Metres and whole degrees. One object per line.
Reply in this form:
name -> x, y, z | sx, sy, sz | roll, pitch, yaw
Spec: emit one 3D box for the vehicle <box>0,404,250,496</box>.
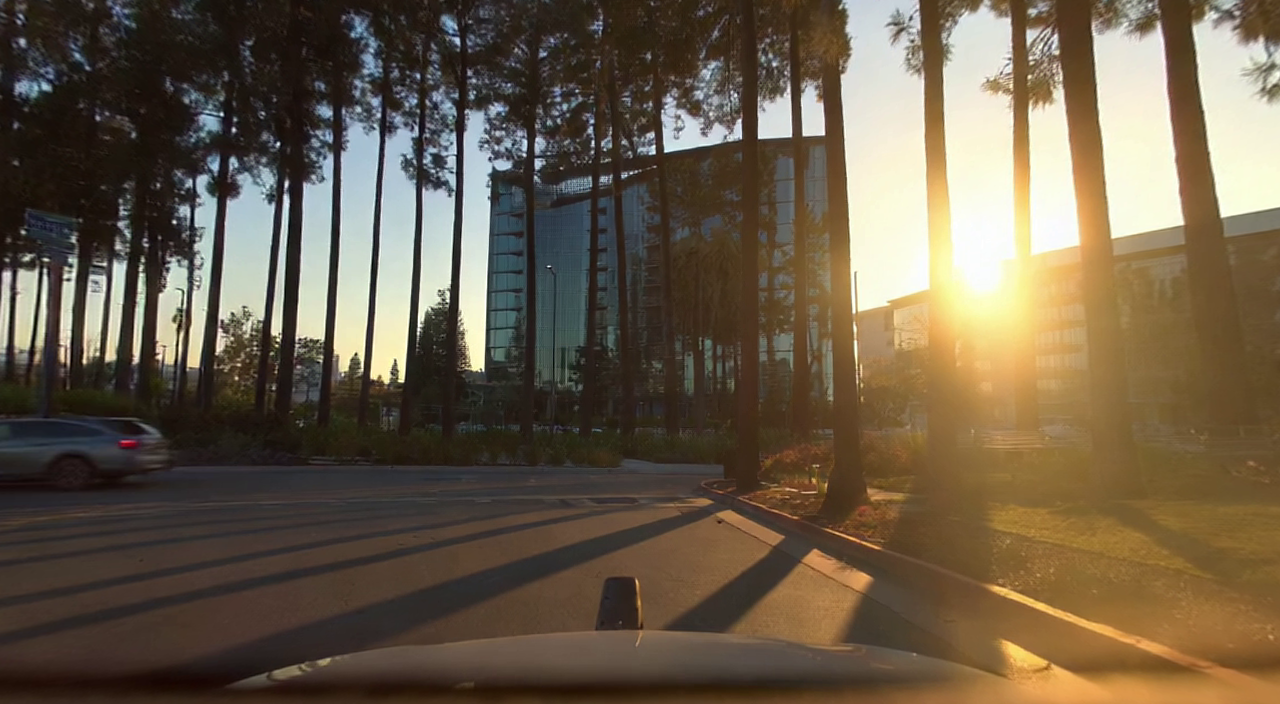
vehicle -> -10.147, 1.783, 11.539 | 4.655, 1.505, 1.953 | 2, -9, -11
